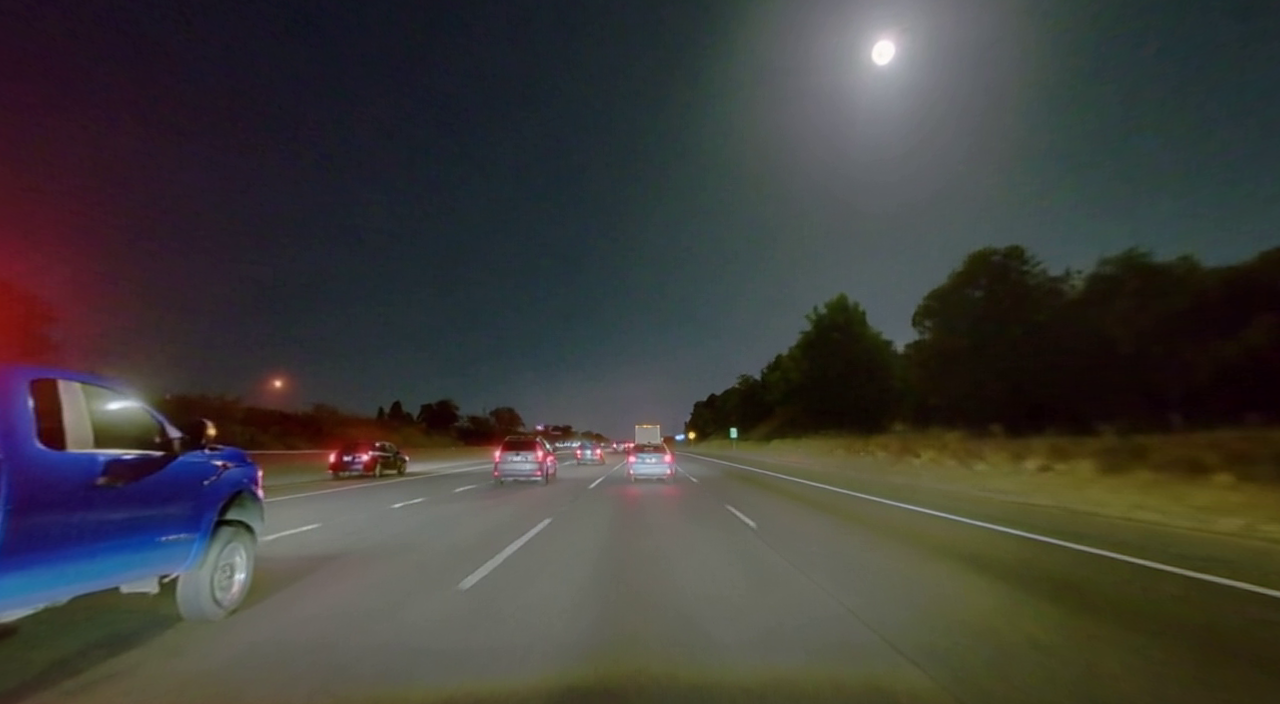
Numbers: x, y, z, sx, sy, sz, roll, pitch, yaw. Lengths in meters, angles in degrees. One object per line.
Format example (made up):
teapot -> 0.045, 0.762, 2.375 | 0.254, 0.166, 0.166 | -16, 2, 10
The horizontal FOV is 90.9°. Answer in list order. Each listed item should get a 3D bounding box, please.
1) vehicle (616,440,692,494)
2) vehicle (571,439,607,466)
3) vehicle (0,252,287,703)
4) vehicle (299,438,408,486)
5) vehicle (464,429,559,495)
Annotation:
vehicle -> 0.380, 3.406, 19.096 | 2.054, 1.421, 4.090 | 0, -8, 0
vehicle -> -3.217, 6.391, 40.346 | 1.897, 1.646, 4.049 | 0, -8, 1
vehicle -> -3.507, 0.494, 1.055 | 2.269, 2.060, 5.933 | 0, -8, 1
vehicle -> -10.511, 4.045, 23.558 | 1.941, 1.602, 4.277 | 0, -8, 2
vehicle -> -3.708, 3.248, 18.979 | 1.903, 1.721, 4.210 | 0, -8, 1
